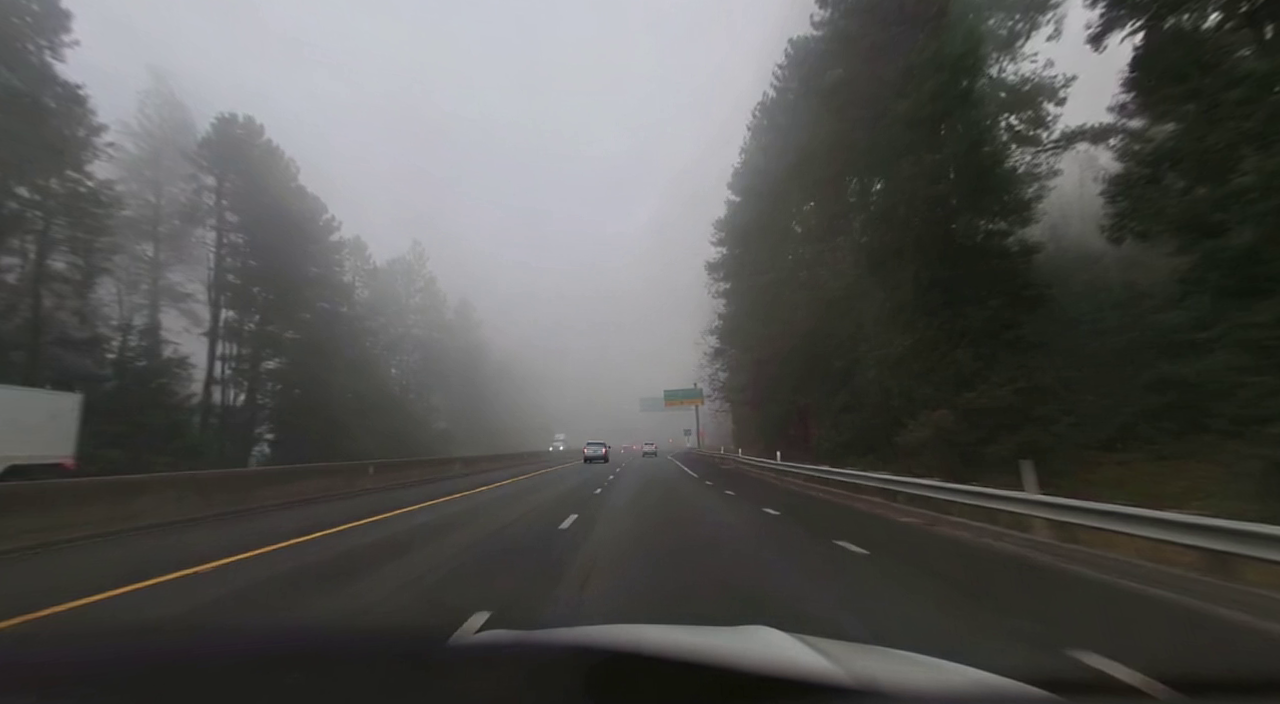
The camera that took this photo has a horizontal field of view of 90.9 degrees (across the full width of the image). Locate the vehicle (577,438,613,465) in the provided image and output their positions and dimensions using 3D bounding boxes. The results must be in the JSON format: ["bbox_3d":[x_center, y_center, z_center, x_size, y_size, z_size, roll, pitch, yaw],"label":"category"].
[{"bbox_3d":[-3.079,6.954,44.102,2.129,1.742,4.217,0,-8,1],"label":"vehicle"}]
